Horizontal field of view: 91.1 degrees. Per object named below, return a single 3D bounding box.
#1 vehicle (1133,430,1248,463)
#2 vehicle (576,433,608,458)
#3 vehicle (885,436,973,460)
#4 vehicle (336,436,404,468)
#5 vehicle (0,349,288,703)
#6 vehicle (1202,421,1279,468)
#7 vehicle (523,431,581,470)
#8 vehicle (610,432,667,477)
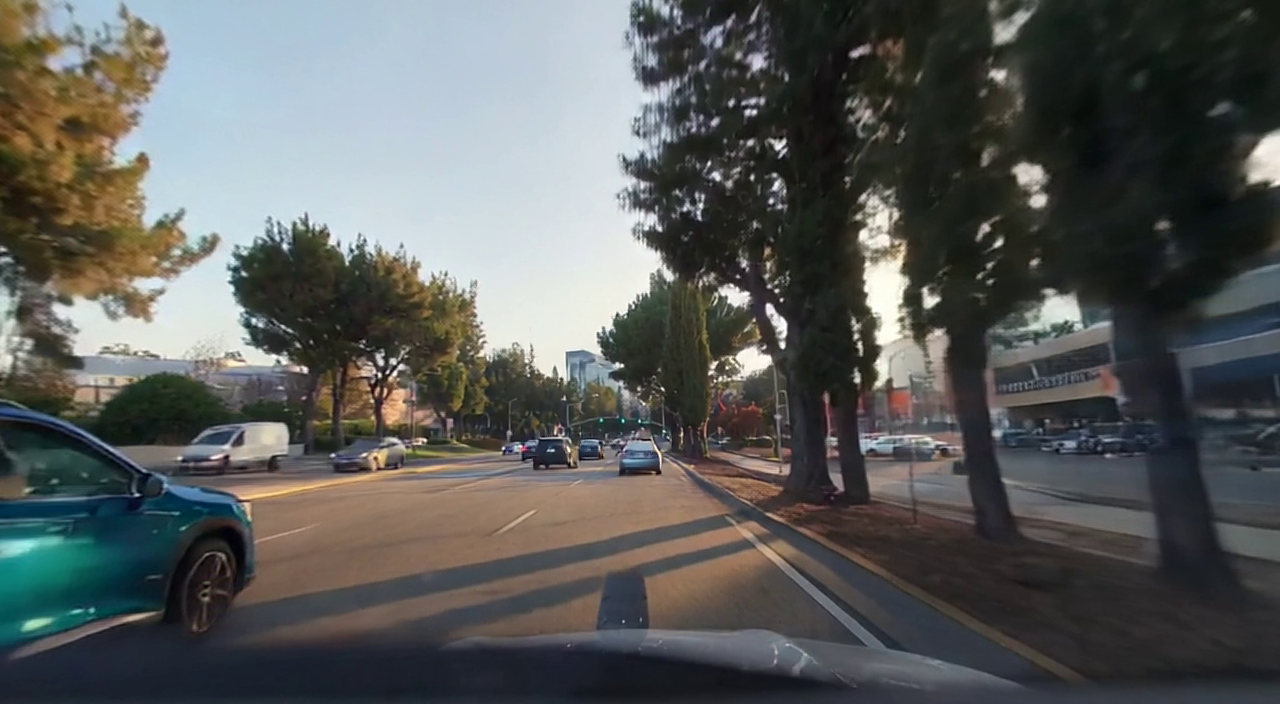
[{"bbox_3d":[28.864,4.948,33.018,4.169,1.643,1.938,0,-8,0],"label":"vehicle"},{"bbox_3d":[-3.596,7.183,48.182,2.047,1.810,4.414,0,-8,1],"label":"vehicle"},{"bbox_3d":[17.734,5.899,38.617,4.460,1.449,1.959,0,-8,-2],"label":"vehicle"},{"bbox_3d":[-15.765,5.833,36.938,2.028,1.735,4.444,0,-8,-1],"label":"vehicle"},{"bbox_3d":[-3.719,0.811,2.614,2.070,1.641,4.152,0,-8,0],"label":"vehicle"},{"bbox_3d":[19.608,2.844,19.320,1.466,1.357,3.288,0,-8,-1],"label":"vehicle"},{"bbox_3d":[-4.092,4.689,29.959,2.113,1.713,4.422,0,-8,1],"label":"vehicle"},{"bbox_3d":[-0.058,4.043,25.007,2.042,1.641,4.187,0,-8,0],"label":"vehicle"}]
